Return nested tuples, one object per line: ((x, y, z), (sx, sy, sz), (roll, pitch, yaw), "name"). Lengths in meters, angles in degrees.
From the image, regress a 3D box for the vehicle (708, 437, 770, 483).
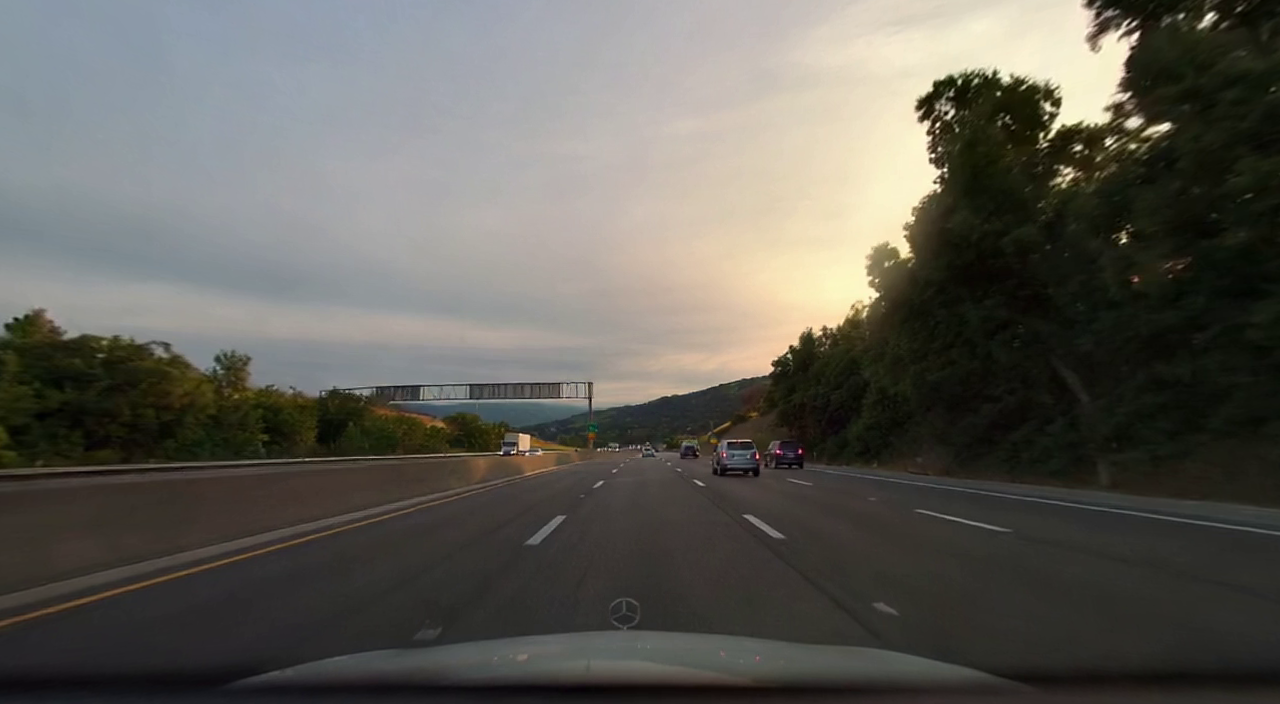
((4.038, 4.484, 26.232), (1.784, 1.733, 4.141), (0, -9, -2), "vehicle")

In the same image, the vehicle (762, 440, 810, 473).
((8.642, 6.222, 37.483), (1.898, 1.798, 3.805), (0, -9, -1), "vehicle")
